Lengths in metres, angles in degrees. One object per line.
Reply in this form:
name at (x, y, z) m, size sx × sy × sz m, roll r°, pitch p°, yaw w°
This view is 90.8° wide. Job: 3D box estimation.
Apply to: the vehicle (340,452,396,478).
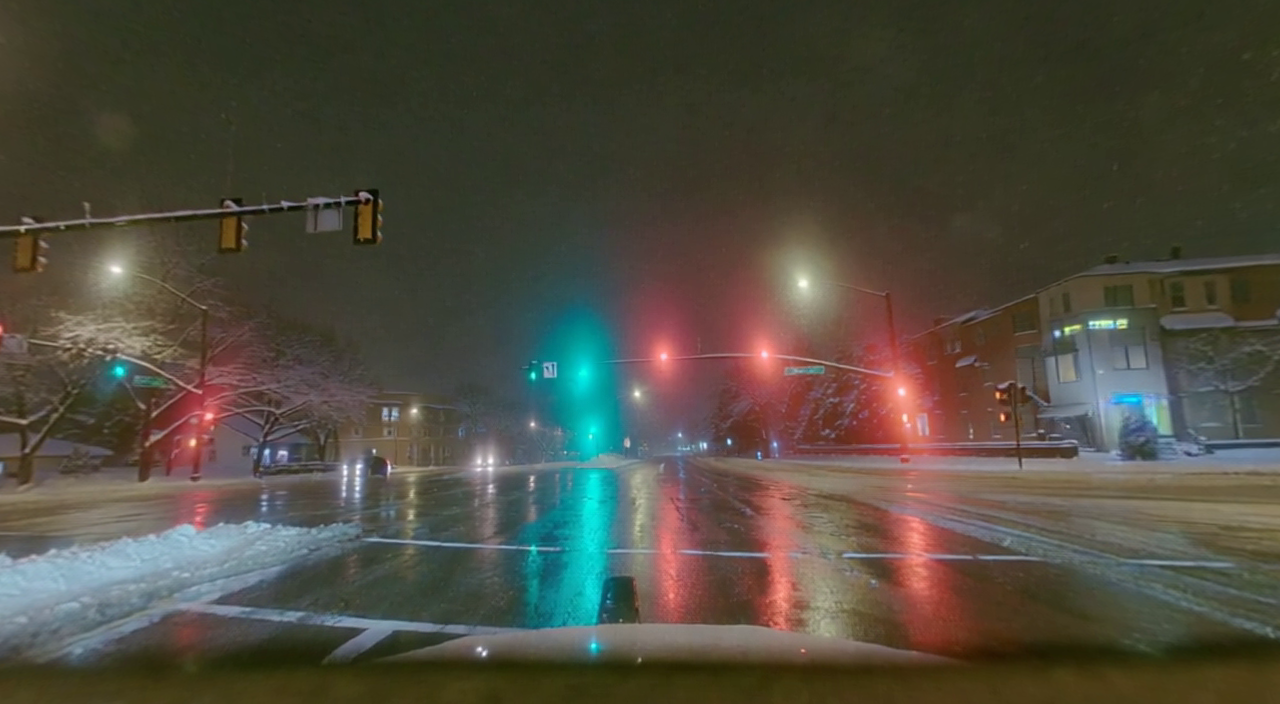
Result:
vehicle at (-18.861, 7.825, 43.990) m, size 1.933 × 1.664 × 4.255 m, roll 0°, pitch -9°, yaw 1°
